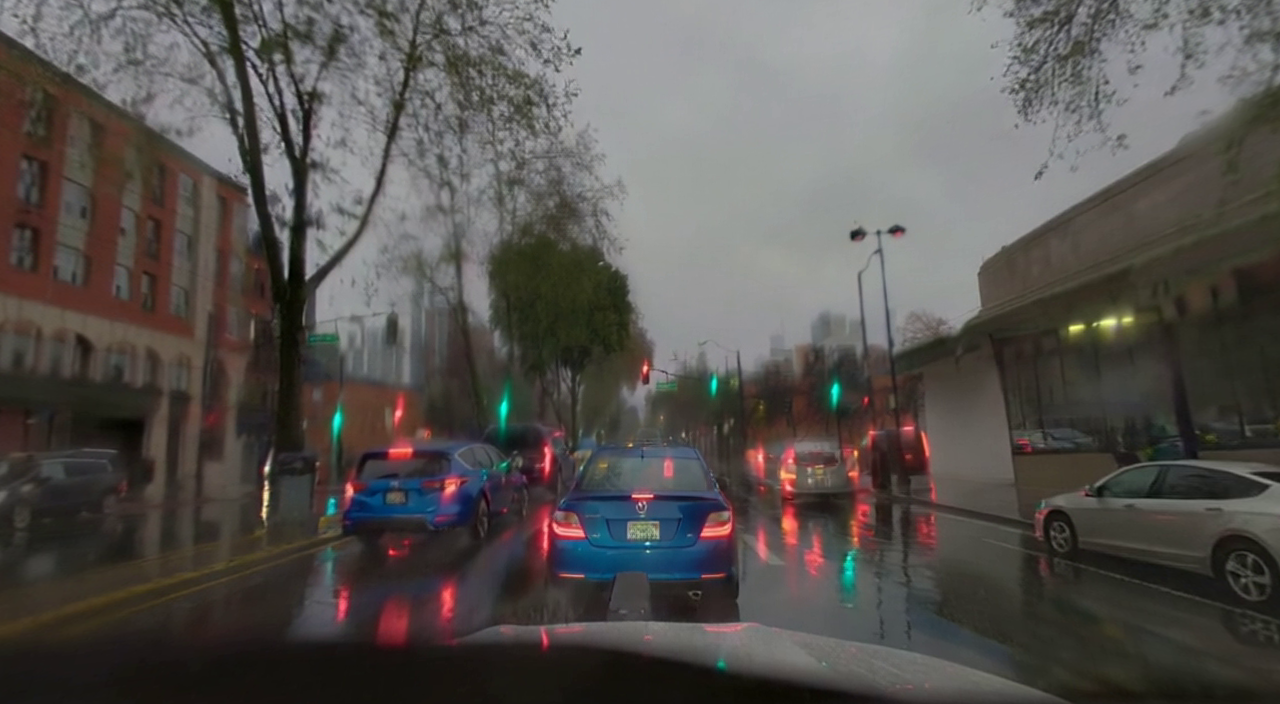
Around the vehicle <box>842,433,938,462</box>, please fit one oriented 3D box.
[{"bbox_3d":[16.384,6.266,41.507,5.345,1.811,2.175,0,-9,-1],"label":"vehicle"}]

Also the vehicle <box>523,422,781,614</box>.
[{"bbox_3d":[0.089,1.578,6.811,2.022,1.481,3.564,0,-9,0],"label":"vehicle"}]

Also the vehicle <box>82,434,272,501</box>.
[{"bbox_3d":[-16.161,4.052,22.661,2.195,2.053,5.980,0,-9,1],"label":"vehicle"}]

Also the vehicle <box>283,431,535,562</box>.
[{"bbox_3d":[-3.005,1.979,9.361,2.131,1.486,4.089,0,-9,1],"label":"vehicle"}]

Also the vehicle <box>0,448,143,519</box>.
[{"bbox_3d":[-16.237,3.440,17.004,1.914,1.690,4.461,0,-9,1],"label":"vehicle"}]

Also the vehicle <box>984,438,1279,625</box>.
[{"bbox_3d":[5.979,1.697,6.863,1.873,1.453,4.579,0,-9,0],"label":"vehicle"}]
